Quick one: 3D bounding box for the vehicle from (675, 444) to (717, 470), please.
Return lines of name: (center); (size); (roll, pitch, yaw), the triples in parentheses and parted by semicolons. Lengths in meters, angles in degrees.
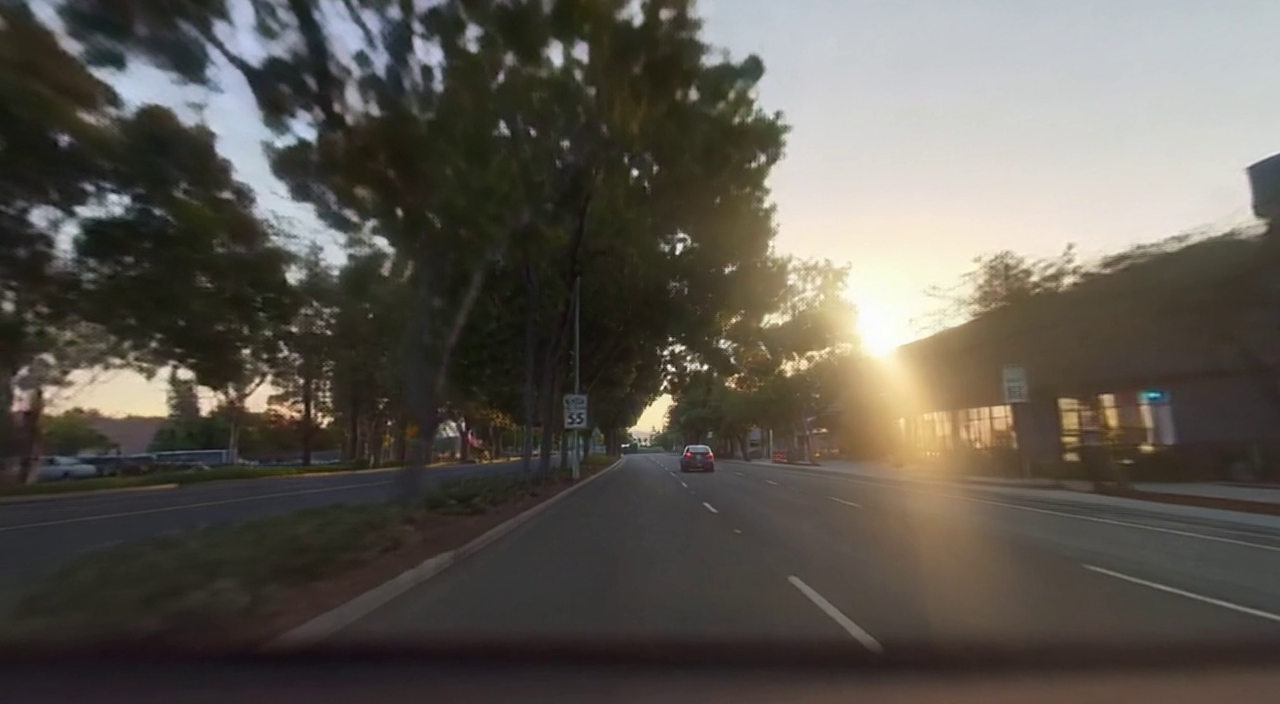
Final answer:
vehicle: (3.359, 6.412, 38.679); (2.015, 1.479, 4.444); (0, -9, -2)
